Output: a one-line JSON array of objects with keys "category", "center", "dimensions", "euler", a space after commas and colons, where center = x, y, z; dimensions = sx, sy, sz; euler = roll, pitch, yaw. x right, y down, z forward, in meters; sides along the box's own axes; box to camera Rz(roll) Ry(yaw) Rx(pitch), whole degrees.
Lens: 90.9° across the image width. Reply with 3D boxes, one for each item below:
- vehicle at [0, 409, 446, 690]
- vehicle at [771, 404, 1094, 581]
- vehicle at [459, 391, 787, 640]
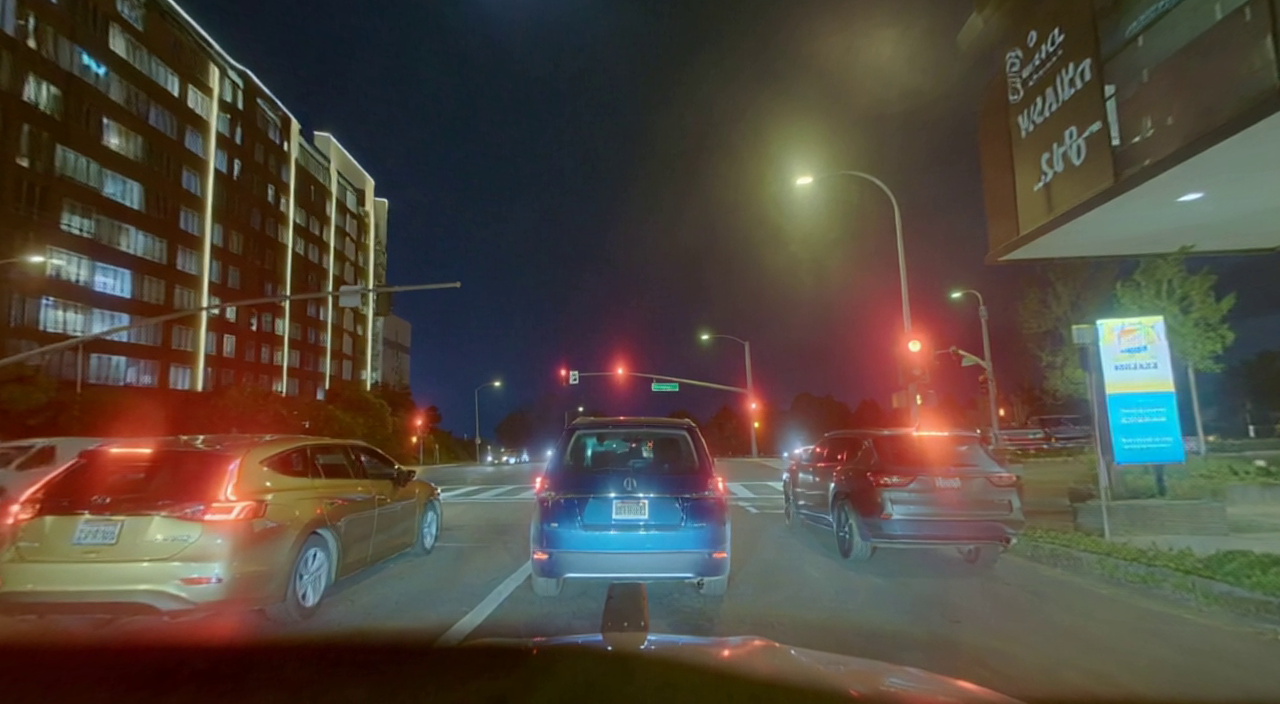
[{"category": "vehicle", "center": [-3.545, 1.419, 5.813], "dimensions": [1.906, 1.524, 4.547], "euler": [0, -8, 2]}, {"category": "vehicle", "center": [3.228, 1.660, 8.259], "dimensions": [2.004, 1.646, 4.554], "euler": [0, -8, 0]}, {"category": "vehicle", "center": [-0.128, 1.409, 6.436], "dimensions": [2.195, 1.662, 4.262], "euler": [0, -8, 0]}]
